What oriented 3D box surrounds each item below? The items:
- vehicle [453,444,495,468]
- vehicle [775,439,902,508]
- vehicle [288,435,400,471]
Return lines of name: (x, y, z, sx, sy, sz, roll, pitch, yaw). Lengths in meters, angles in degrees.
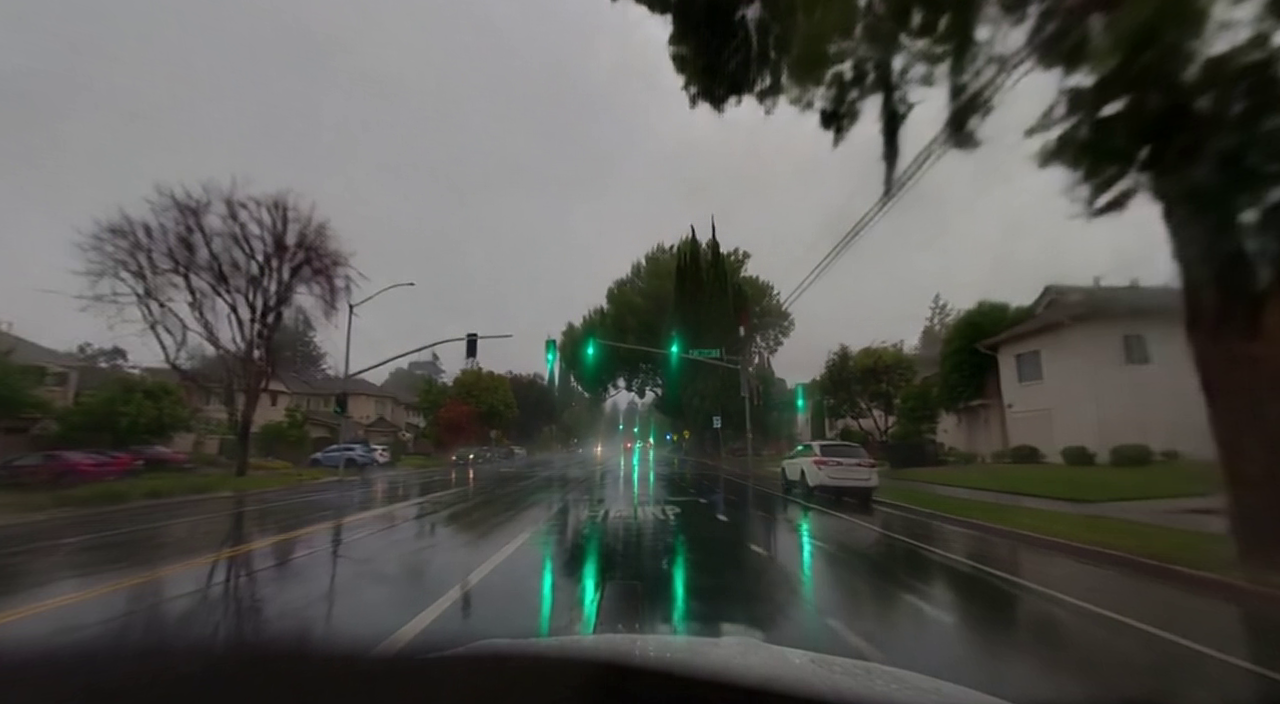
vehicle: (-12.095, 7.629, 46.112, 1.932, 1.673, 4.314, -1, -10, -1)
vehicle: (5.210, 3.225, 17.223, 1.979, 1.637, 4.321, 0, -9, -1)
vehicle: (-17.837, 6.157, 38.145, 5.656, 1.999, 2.307, -1, -10, 3)
